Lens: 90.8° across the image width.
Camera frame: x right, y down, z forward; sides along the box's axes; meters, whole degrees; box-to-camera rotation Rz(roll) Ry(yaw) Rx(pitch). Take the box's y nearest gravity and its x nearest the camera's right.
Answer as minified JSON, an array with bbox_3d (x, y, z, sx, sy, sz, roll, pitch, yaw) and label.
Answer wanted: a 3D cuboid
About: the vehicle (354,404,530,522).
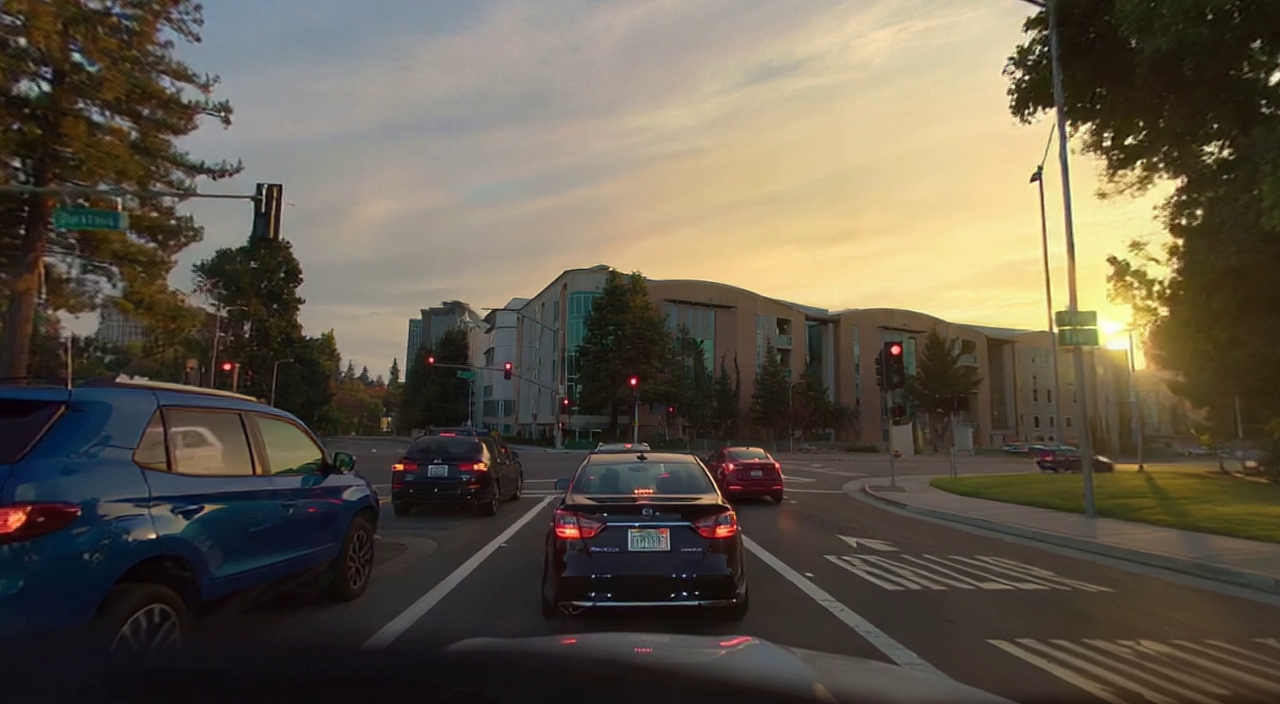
[{"bbox_3d":[-3.874,2.313,13.689,2.305,1.984,5.586,0,-8,-4],"label":"vehicle"}]

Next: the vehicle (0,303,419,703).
[{"bbox_3d":[-3.142,1.014,4.142,1.924,1.737,4.387,0,-8,-2],"label":"vehicle"}]

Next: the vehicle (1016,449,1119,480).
[{"bbox_3d":[26.991,7.095,40.041,4.874,1.854,2.230,0,-8,-1],"label":"vehicle"}]

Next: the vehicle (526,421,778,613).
[{"bbox_3d":[-0.061,1.629,7.275,2.001,1.483,4.442,0,-8,-4],"label":"vehicle"}]
